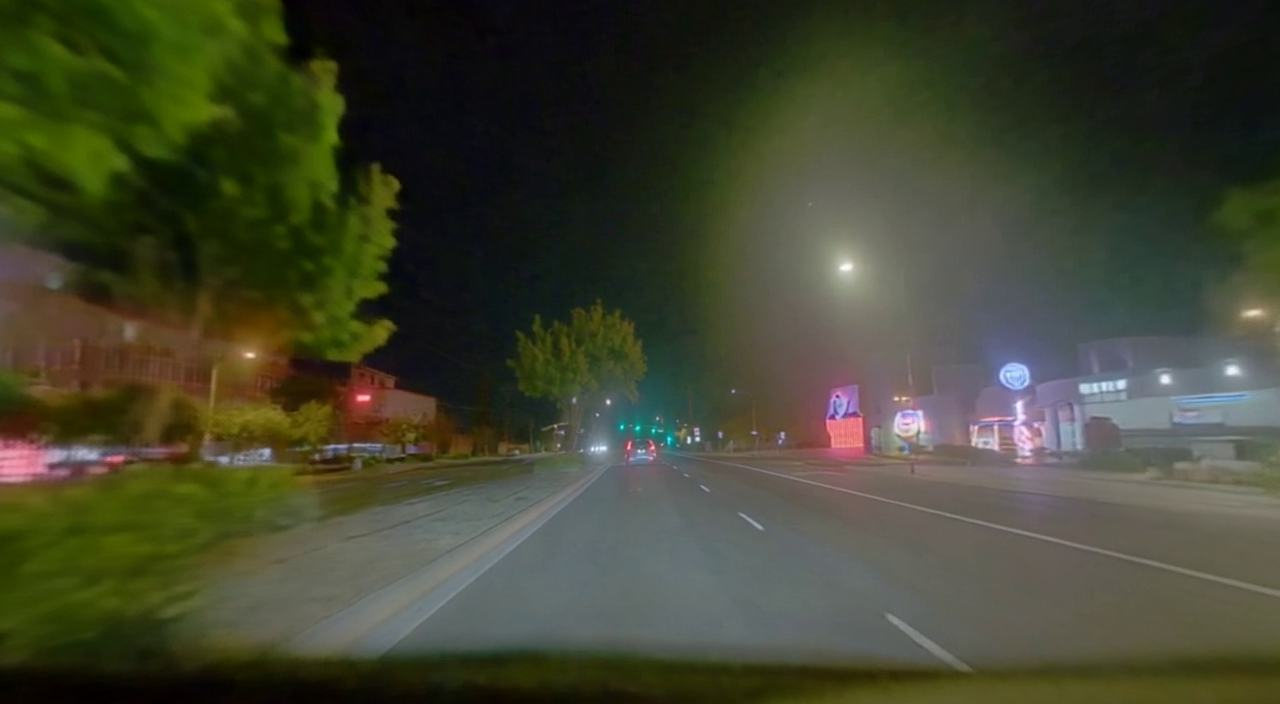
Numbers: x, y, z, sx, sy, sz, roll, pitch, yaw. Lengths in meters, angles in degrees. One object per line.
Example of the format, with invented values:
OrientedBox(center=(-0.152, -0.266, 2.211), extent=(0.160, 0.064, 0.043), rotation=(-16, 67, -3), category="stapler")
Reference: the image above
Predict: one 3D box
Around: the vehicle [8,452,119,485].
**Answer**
OrientedBox(center=(-34.378, 6.928, 37.731), extent=(2.034, 1.742, 4.830), rotation=(0, -8, 0), category="vehicle")

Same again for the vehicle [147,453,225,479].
OrientedBox(center=(-31.116, 7.815, 43.382), extent=(1.873, 1.513, 5.019), rotation=(-3, -9, -3), category="vehicle")

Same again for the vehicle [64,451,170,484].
OrientedBox(center=(-31.150, 6.862, 37.724), extent=(1.952, 1.729, 5.170), rotation=(0, -8, -1), category="vehicle")

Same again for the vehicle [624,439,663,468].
OrientedBox(center=(0.135, 5.386, 33.482), extent=(1.998, 1.452, 3.773), rotation=(0, -8, -1), category="vehicle")
